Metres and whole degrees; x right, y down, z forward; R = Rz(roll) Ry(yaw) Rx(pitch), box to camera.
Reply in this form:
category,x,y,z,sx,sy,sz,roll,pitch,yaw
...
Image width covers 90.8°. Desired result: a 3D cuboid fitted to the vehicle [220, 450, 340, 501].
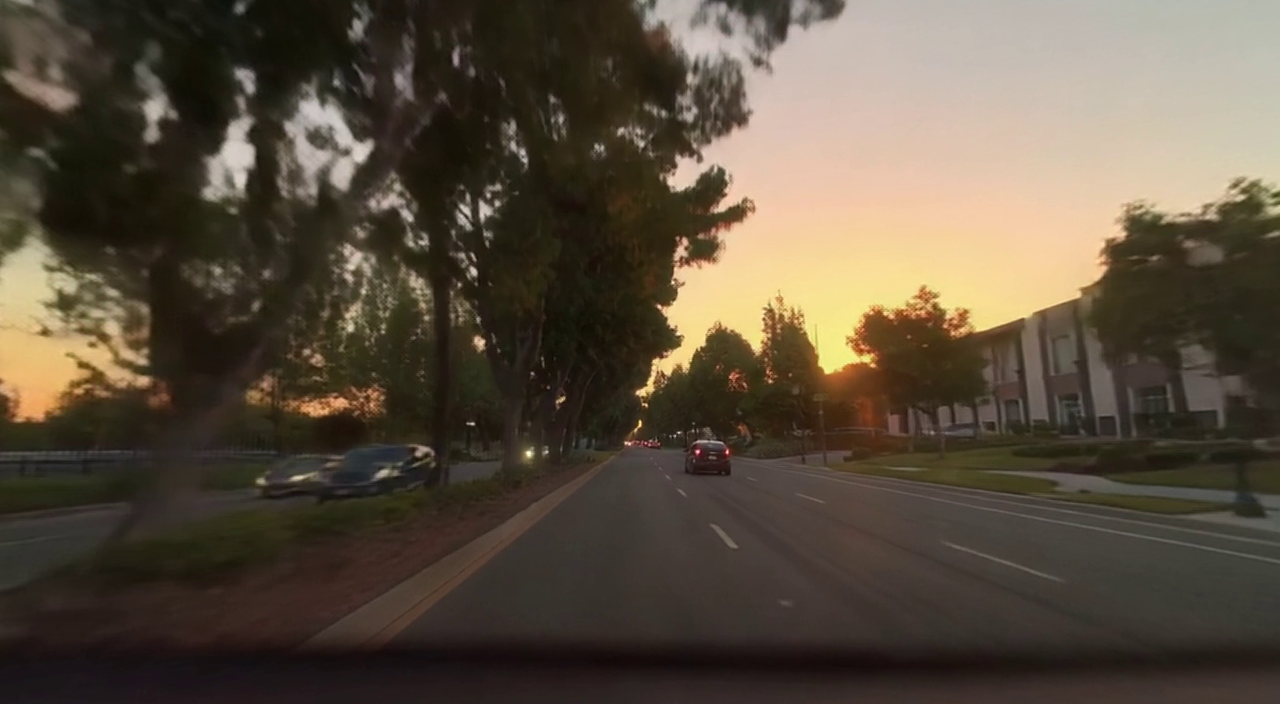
category,x,y,z,sx,sy,sz,roll,pitch,yaw
vehicle,-12.625,4.317,22.500,1.859,1.569,4.166,0,-8,-1

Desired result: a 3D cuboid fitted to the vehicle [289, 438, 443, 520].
category,x,y,z,sx,sy,sz,roll,pitch,yaw
vehicle,-6.383,2.965,15.348,1.900,1.671,4.217,0,-8,-1

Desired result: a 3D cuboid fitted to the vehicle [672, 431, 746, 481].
category,x,y,z,sx,sy,sz,roll,pitch,yaw
vehicle,2.592,4.064,24.893,2.240,1.740,4.605,0,-8,-2
